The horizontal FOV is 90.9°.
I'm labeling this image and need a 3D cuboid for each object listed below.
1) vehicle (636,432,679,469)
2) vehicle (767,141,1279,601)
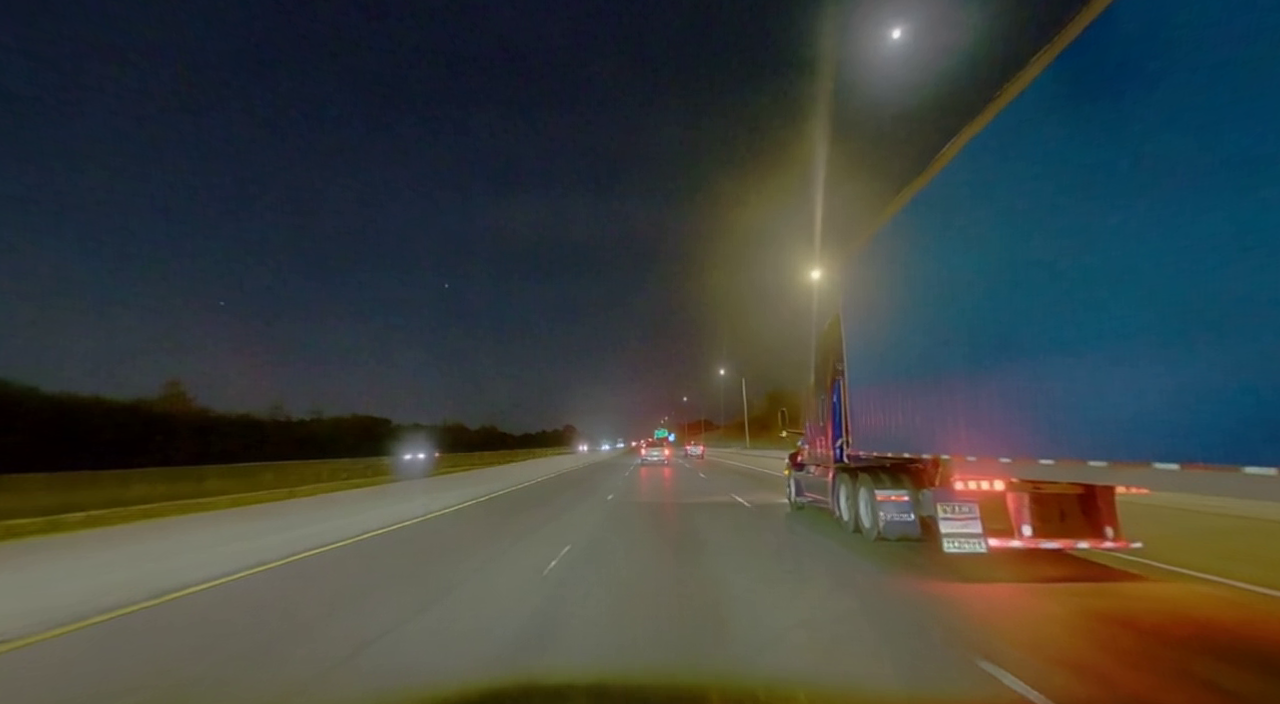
[{"bbox_3d":[0.931,5.393,34.637,2.205,1.860,4.301,-1,-8,1],"label":"vehicle"},{"bbox_3d":[4.323,0.696,9.755,3.030,3.985,8.655,-1,-8,1],"label":"vehicle"}]
